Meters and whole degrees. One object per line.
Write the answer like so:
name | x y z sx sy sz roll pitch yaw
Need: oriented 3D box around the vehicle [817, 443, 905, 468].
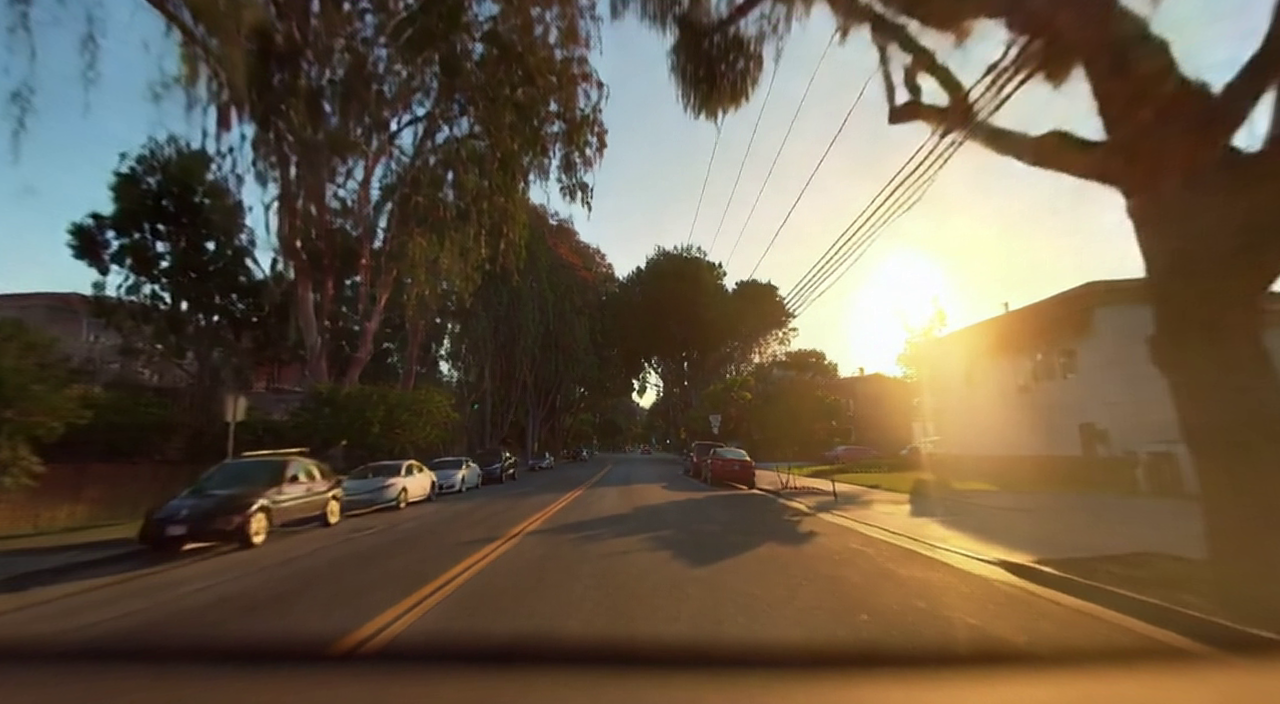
vehicle | 16.072 7.528 46.221 5.662 1.761 2.050 0 -9 0

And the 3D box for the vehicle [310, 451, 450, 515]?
vehicle | -6.839 3.464 17.244 1.860 1.469 4.573 0 -9 0

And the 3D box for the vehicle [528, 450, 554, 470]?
vehicle | -7.669 8.401 49.208 1.902 1.456 4.451 1 -9 -7

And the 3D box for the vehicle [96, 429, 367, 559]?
vehicle | -6.750 2.350 11.200 1.963 1.820 4.297 0 -9 -2

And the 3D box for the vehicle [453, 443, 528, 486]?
vehicle | -6.807 5.166 29.442 2.151 1.789 5.482 0 -9 0

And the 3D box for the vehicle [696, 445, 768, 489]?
vehicle | 3.289 4.215 23.446 1.869 1.453 4.237 0 -9 -2
